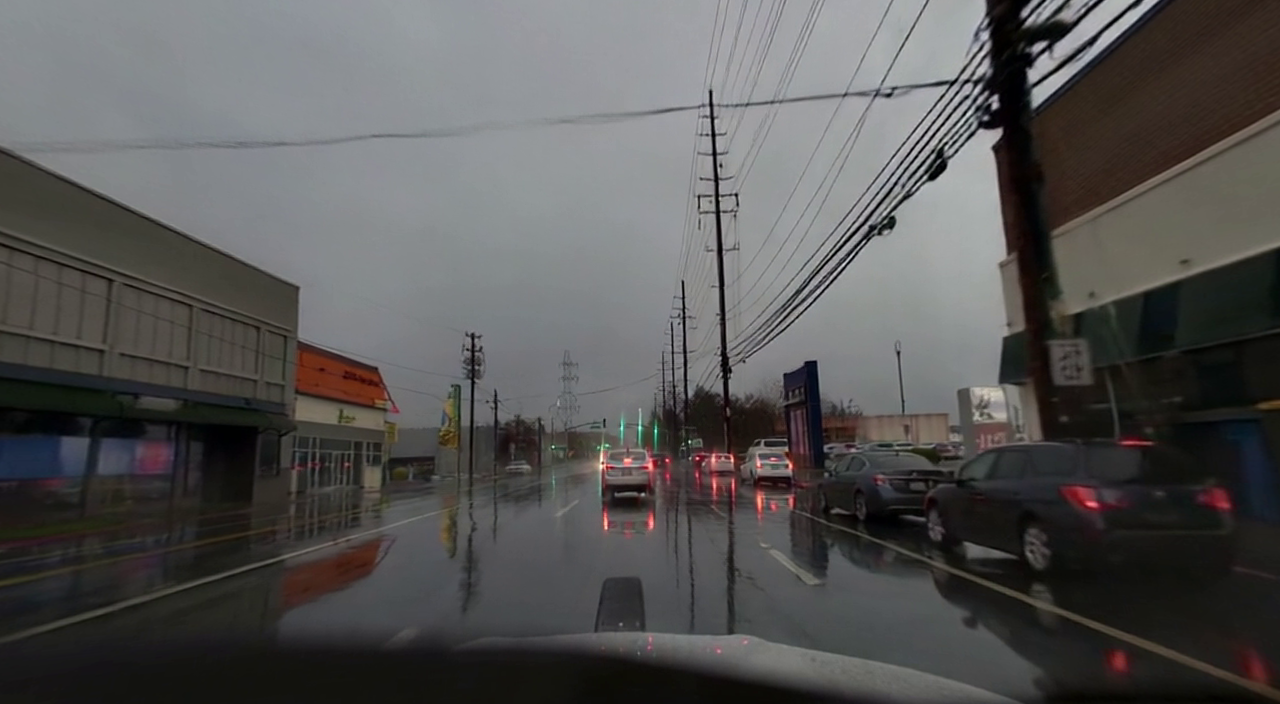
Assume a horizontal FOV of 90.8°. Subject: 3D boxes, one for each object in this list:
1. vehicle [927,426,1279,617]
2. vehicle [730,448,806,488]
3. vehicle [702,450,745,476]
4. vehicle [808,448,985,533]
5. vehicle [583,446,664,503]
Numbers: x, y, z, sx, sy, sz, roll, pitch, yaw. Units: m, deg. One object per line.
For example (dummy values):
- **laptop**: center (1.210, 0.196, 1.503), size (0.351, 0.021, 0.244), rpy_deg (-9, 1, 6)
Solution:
- **vehicle**: center (5.121, 1.717, 7.299), size (1.779, 1.592, 3.740), rpy_deg (0, -8, -1)
- **vehicle**: center (5.261, 4.819, 26.659), size (2.108, 1.471, 4.948), rpy_deg (0, -8, -1)
- **vehicle**: center (5.209, 7.013, 40.118), size (1.987, 1.459, 4.677), rpy_deg (0, -8, -1)
- **vehicle**: center (4.997, 2.721, 13.069), size (1.761, 1.413, 4.272), rpy_deg (0, -8, -2)
- **vehicle**: center (-0.413, 3.508, 18.579), size (2.116, 1.479, 3.980), rpy_deg (0, -8, 0)
